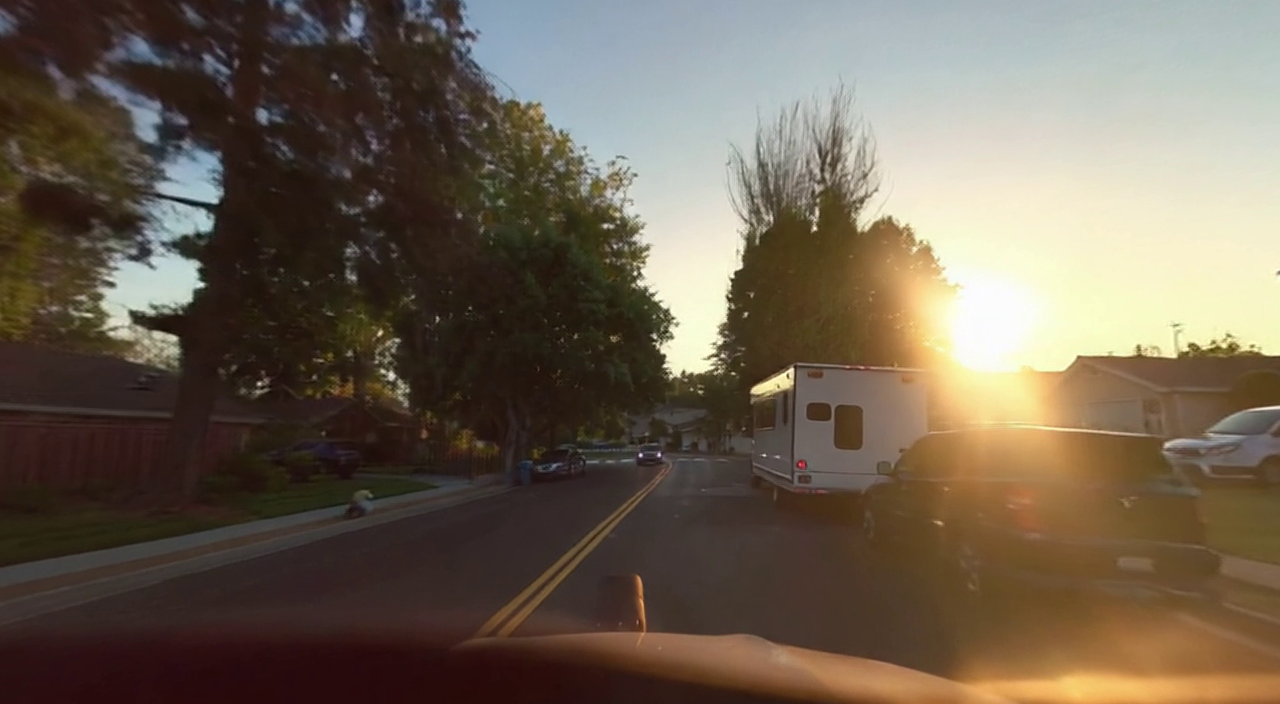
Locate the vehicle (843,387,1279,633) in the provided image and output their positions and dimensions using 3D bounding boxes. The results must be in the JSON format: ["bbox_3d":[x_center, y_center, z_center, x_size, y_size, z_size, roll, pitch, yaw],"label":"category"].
[{"bbox_3d":[3.904,1.502,7.038,1.980,1.782,4.627,-1,-8,4],"label":"vehicle"}]

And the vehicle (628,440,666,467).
[{"bbox_3d":[0.563,7.005,43.662,2.194,1.763,4.288,-1,-8,7],"label":"vehicle"}]

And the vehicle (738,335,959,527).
[{"bbox_3d":[4.604,2.187,16.950,3.052,3.440,11.052,-1,-8,5],"label":"vehicle"}]
